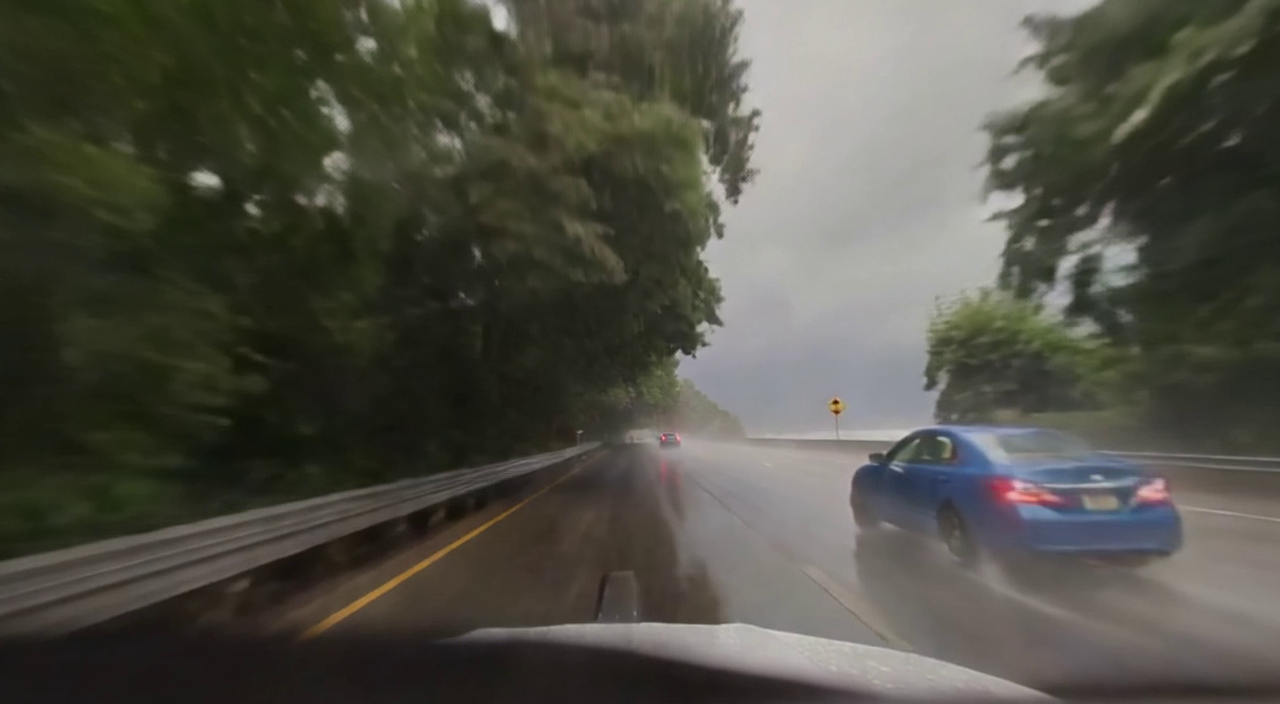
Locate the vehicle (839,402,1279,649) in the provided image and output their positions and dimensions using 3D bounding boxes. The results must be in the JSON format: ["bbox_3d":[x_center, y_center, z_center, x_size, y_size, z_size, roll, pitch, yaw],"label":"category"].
[{"bbox_3d":[3.718,1.366,6.151,2.017,1.502,4.369,0,-8,-2],"label":"vehicle"}]
